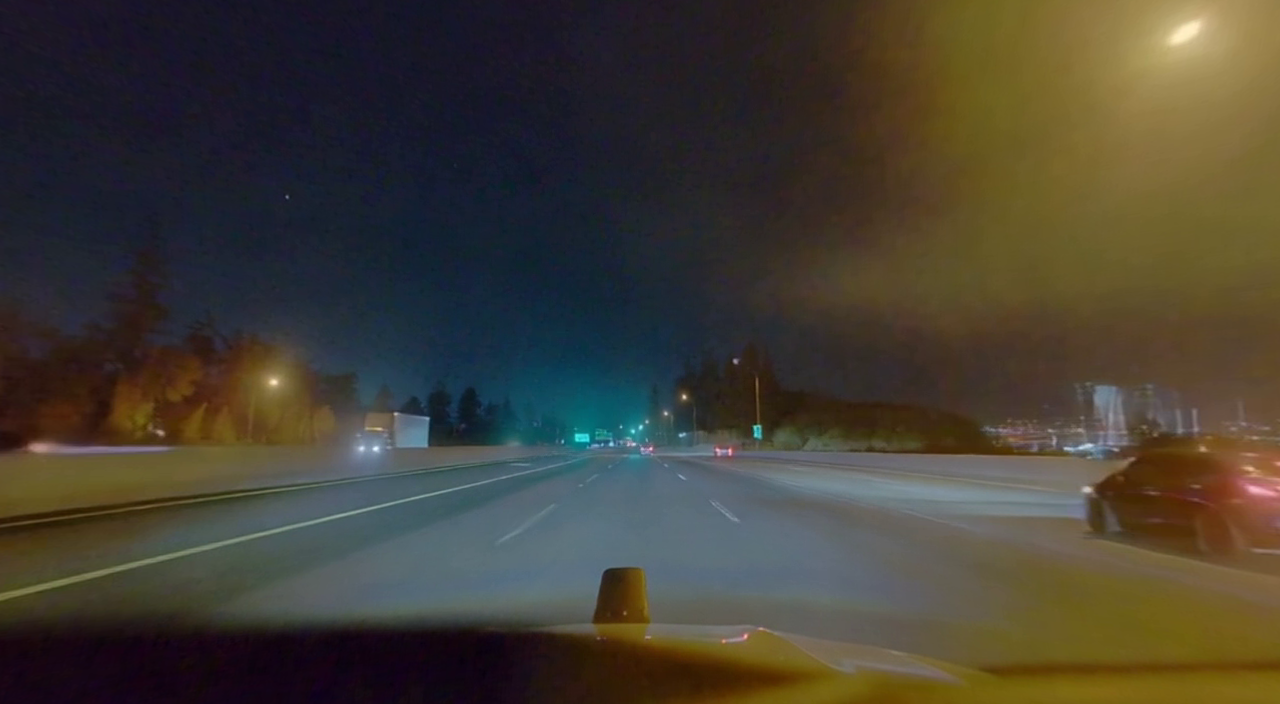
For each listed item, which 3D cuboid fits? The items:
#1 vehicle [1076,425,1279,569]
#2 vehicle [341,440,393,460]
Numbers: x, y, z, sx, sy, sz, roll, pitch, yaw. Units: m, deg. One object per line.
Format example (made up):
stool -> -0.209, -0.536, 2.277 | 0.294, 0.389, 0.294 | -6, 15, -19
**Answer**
vehicle -> 7.838, 1.654, 7.423 | 2.031, 1.524, 4.657 | 0, -8, 0
vehicle -> -21.523, 7.724, 49.915 | 1.936, 1.478, 4.875 | 0, -8, 1
